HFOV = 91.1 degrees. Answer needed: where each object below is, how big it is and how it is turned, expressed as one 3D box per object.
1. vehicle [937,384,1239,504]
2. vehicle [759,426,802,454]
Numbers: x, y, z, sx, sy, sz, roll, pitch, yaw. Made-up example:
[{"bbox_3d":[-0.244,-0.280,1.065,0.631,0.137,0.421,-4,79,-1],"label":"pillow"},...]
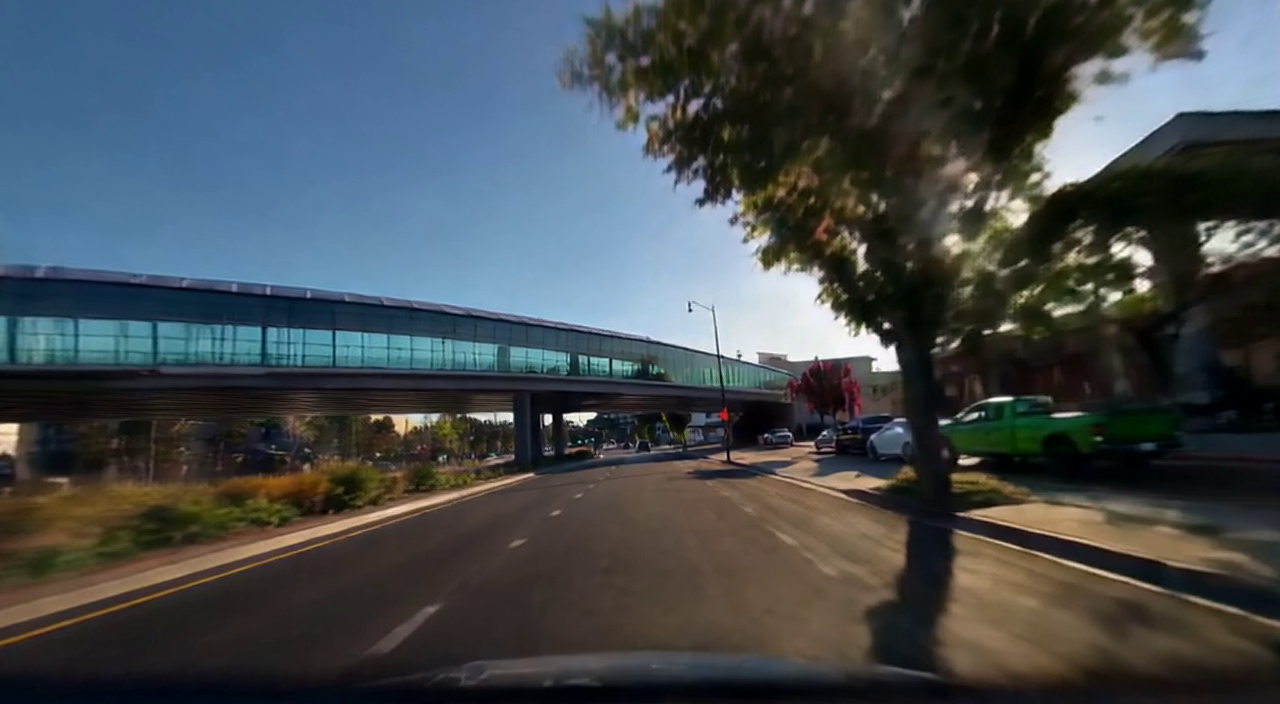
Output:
[{"bbox_3d":[10.259,2.267,15.493,2.445,2.272,6.461,-1,-8,-2],"label":"vehicle"},{"bbox_3d":[11.091,7.058,49.988,2.244,1.866,4.603,-6,-9,0],"label":"vehicle"}]
